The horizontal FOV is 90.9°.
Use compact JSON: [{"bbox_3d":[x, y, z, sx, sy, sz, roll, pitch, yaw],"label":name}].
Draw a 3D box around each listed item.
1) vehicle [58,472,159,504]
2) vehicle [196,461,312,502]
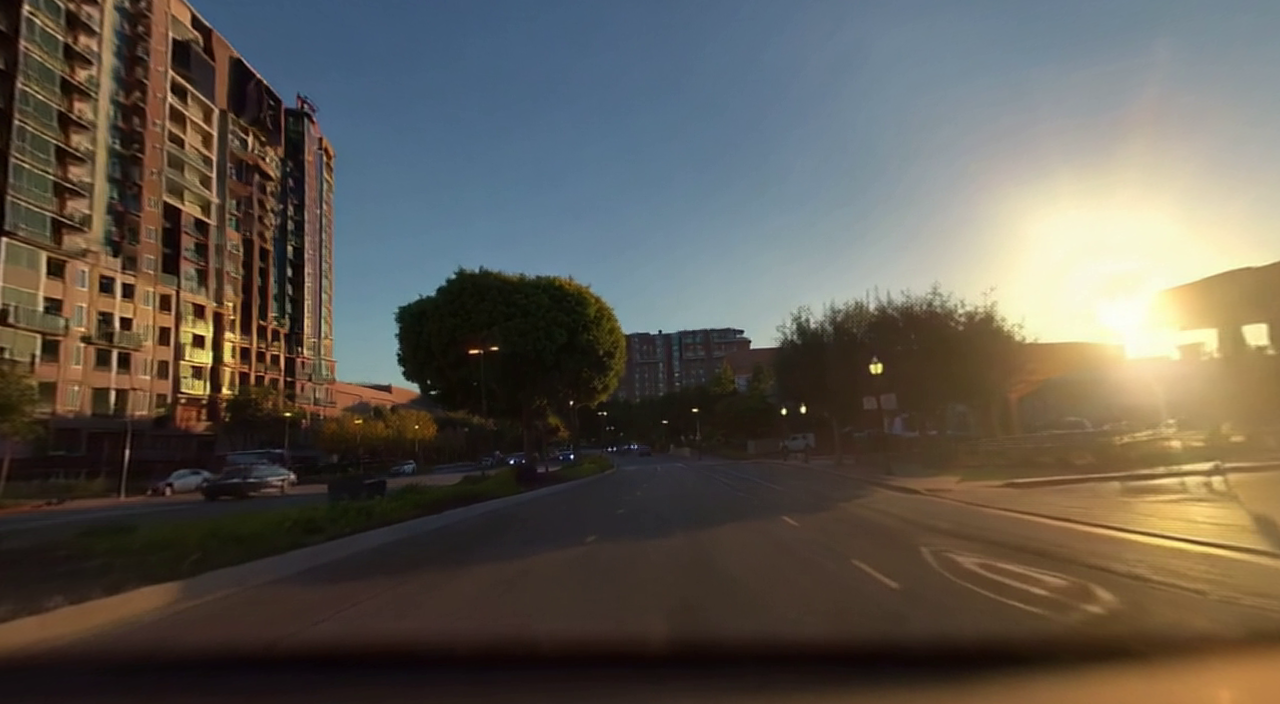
[{"bbox_3d":[-30.043,7.667,35.818,1.799,1.473,4.490,0,-8,0],"label":"vehicle"},{"bbox_3d":[-16.746,5.616,27.690,1.878,1.492,4.648,-1,-8,5],"label":"vehicle"}]
